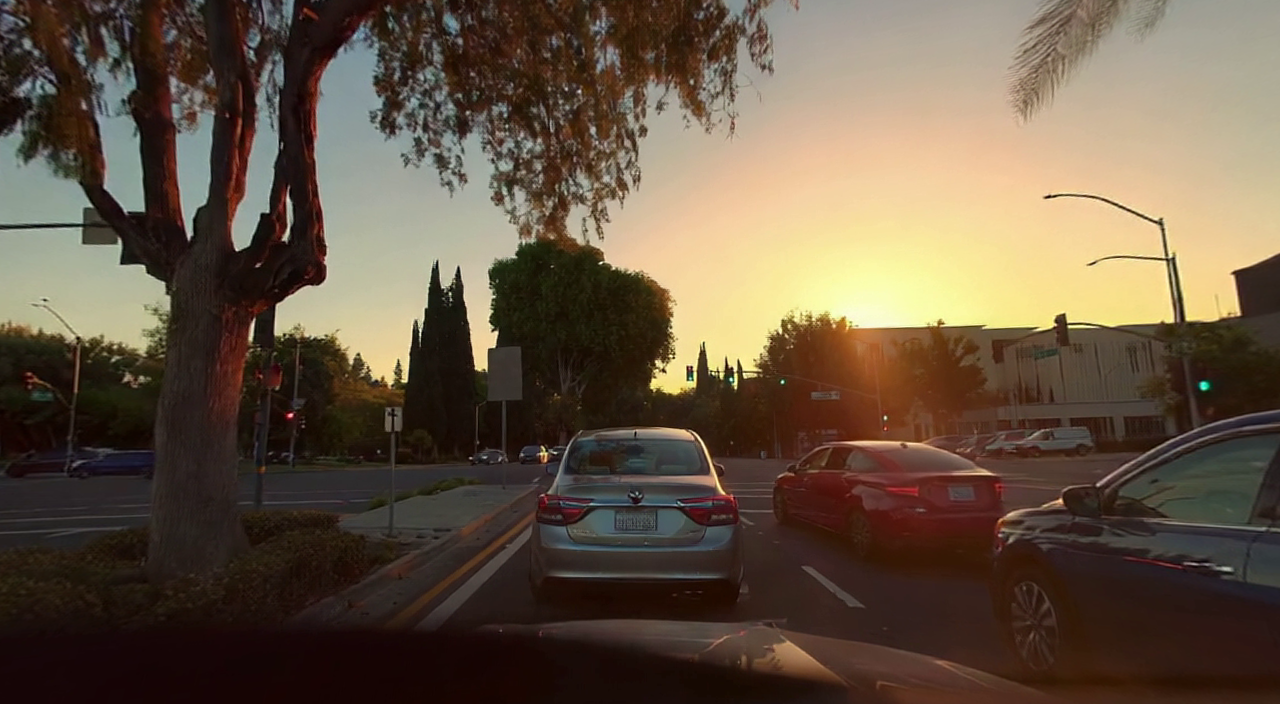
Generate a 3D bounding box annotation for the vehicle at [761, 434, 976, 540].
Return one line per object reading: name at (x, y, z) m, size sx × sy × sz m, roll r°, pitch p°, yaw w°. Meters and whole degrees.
vehicle at (3.693, 2.263, 11.296) m, size 2.054 × 1.482 × 4.654 m, roll 0°, pitch -9°, yaw -1°

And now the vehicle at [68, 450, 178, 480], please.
vehicle at (-36.512, 7.976, 44.838) m, size 5.783 × 1.933 × 2.174 m, roll 6°, pitch -11°, yaw -35°

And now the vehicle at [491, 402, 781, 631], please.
vehicle at (-0.042, 1.475, 6.507) m, size 2.074 × 1.631 × 3.793 m, roll 0°, pitch -9°, yaw 0°

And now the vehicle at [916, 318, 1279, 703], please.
vehicle at (3.667, 0.919, 3.449) m, size 2.162 × 1.829 × 4.519 m, roll 0°, pitch -9°, yaw -1°
